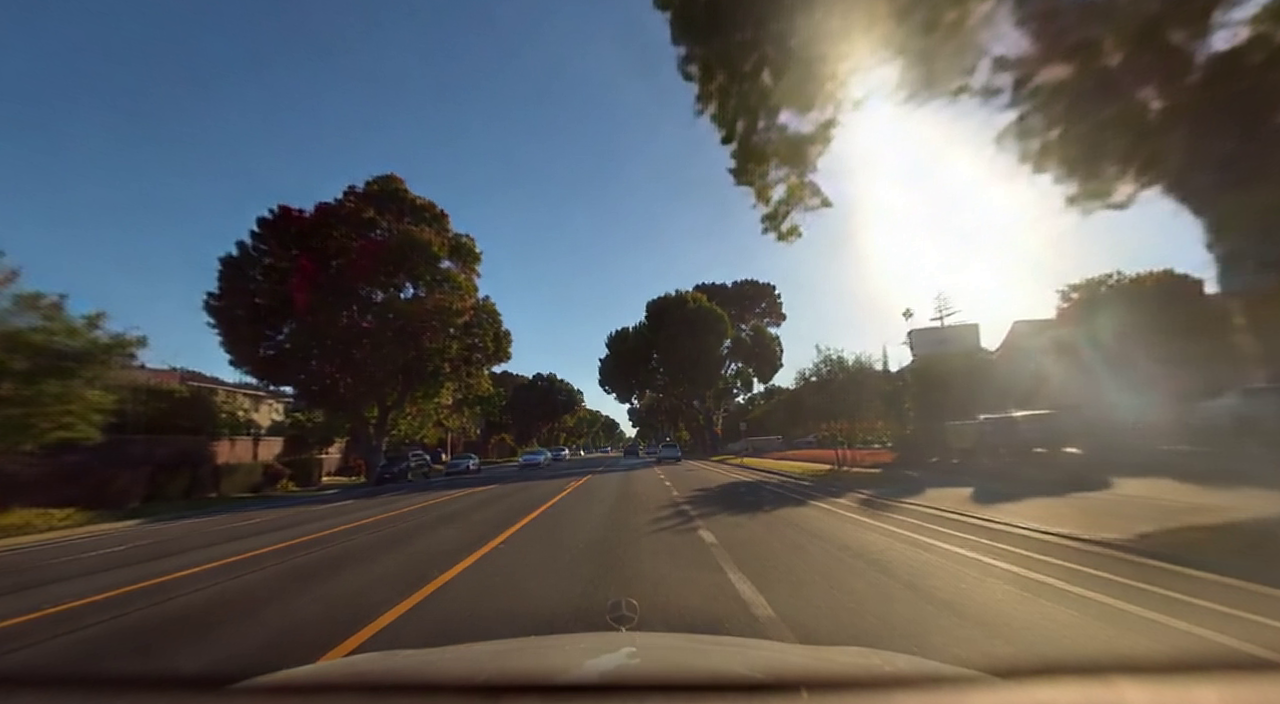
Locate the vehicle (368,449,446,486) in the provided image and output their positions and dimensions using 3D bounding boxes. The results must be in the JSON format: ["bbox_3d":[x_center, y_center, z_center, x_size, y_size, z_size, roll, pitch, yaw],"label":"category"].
[{"bbox_3d":[-12.422,6.177,34.140,2.094,1.797,5.655,0,-9,0],"label":"vehicle"}]

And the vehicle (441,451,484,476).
[{"bbox_3d":[-12.612,7.939,45.080,1.969,1.613,4.129,-3,-9,-1],"label":"vehicle"}]

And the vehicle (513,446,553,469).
[{"bbox_3d":[-7.421,7.377,44.299,2.004,1.508,4.525,0,-9,0],"label":"vehicle"}]
